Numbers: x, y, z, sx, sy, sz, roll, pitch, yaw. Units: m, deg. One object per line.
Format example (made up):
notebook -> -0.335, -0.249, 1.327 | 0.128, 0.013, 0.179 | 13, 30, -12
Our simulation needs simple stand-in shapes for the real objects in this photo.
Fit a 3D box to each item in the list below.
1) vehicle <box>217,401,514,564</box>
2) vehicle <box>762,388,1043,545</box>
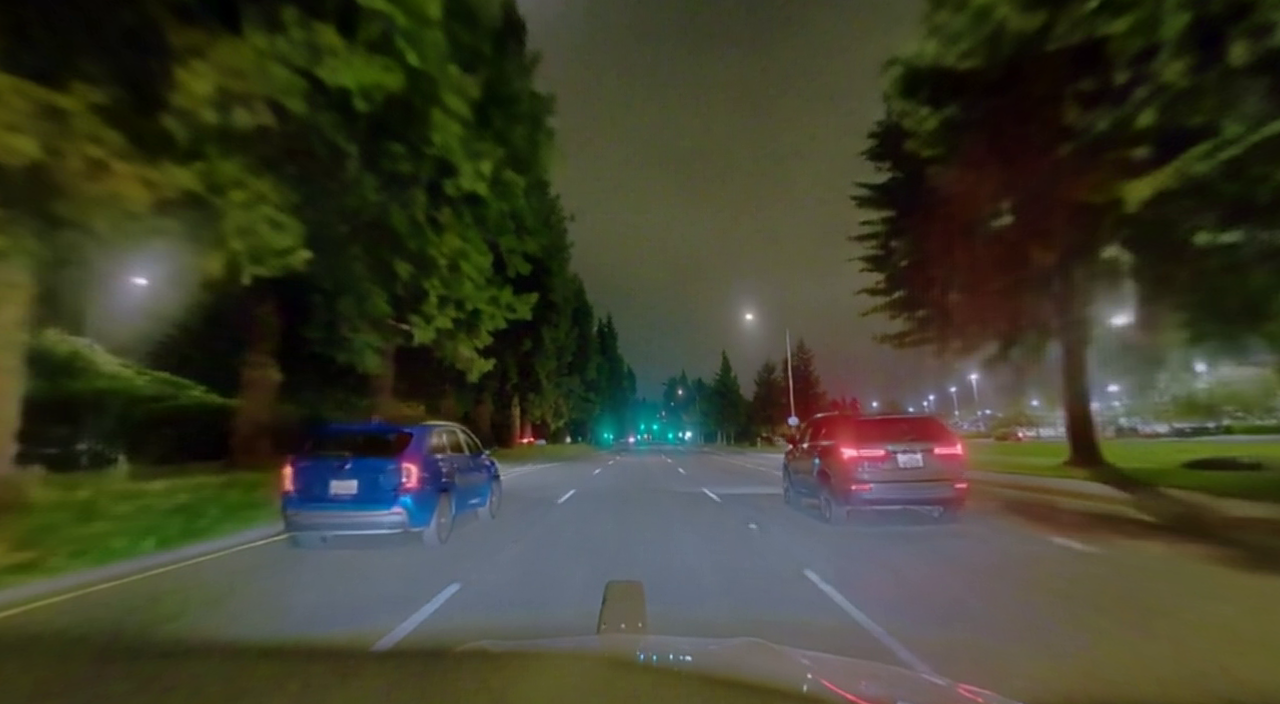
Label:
vehicle -> -3.213, 1.599, 8.548 | 2.025, 1.635, 4.293 | 0, -8, 1
vehicle -> 3.468, 1.624, 9.666 | 2.087, 1.759, 5.040 | 0, -7, -1
